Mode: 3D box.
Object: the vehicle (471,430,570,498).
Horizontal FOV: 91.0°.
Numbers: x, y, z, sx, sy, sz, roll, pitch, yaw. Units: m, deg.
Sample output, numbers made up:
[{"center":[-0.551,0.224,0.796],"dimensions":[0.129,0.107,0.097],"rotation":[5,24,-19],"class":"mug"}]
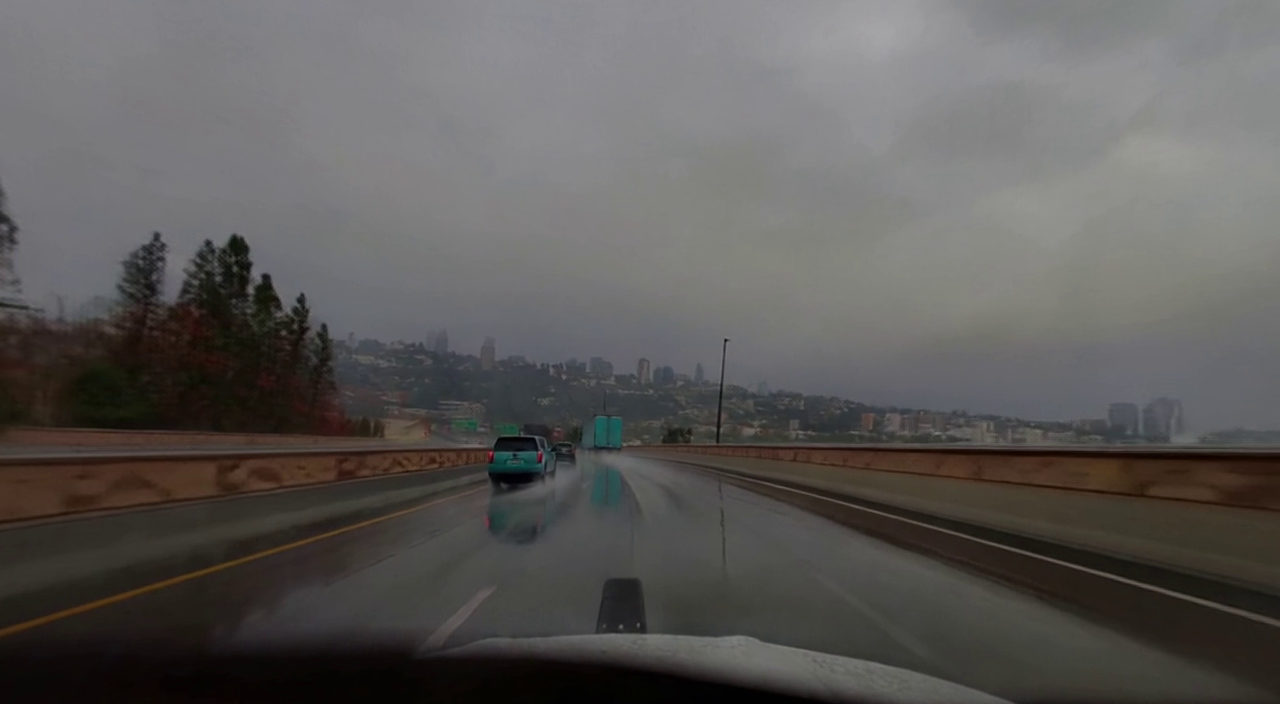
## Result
[{"center":[-3.305,3.218,18.421],"dimensions":[2.041,1.734,4.391],"rotation":[0,-9,0],"class":"vehicle"}]
